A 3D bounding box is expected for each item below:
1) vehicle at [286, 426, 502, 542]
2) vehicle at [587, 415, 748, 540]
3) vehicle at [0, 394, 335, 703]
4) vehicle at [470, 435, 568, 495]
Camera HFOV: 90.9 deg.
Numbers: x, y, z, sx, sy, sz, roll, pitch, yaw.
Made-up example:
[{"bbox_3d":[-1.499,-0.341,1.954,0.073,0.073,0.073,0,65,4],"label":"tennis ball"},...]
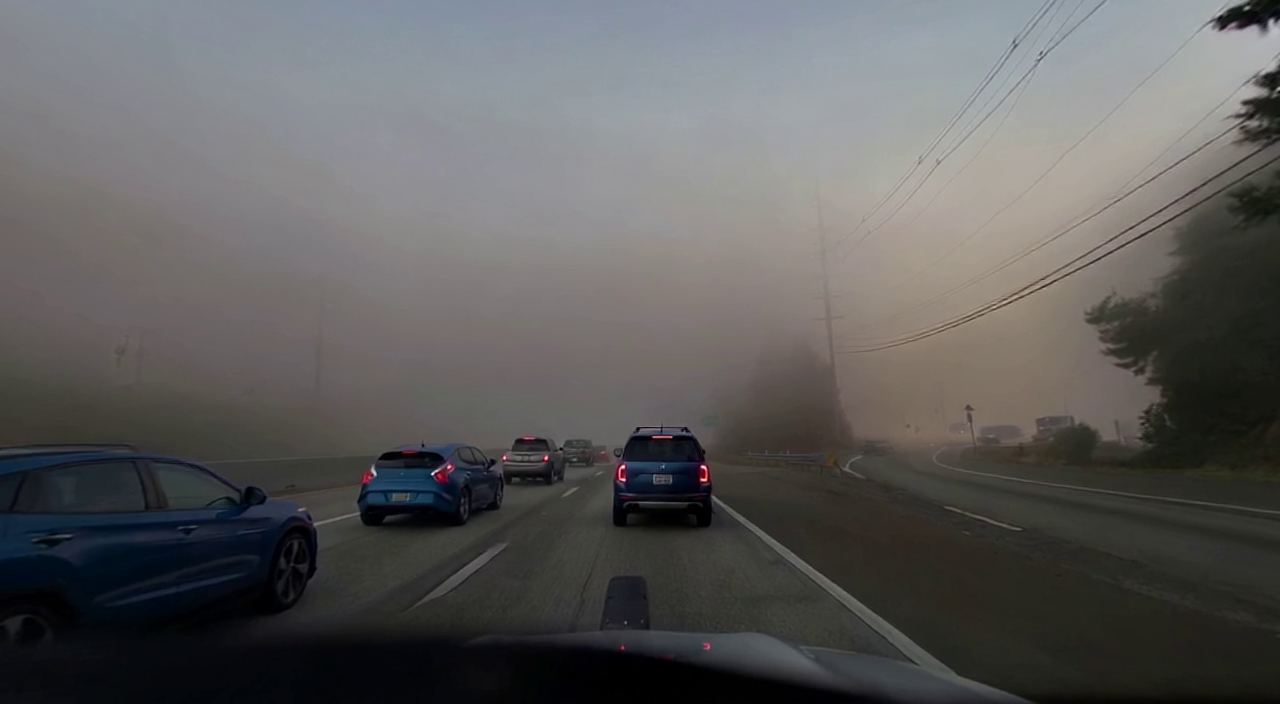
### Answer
[{"bbox_3d":[-3.809,2.115,10.680,1.999,1.563,4.007,0,-9,1],"label":"vehicle"},{"bbox_3d":[0.414,2.028,10.700,2.205,1.691,3.937,0,-9,1],"label":"vehicle"},{"bbox_3d":[-3.676,0.983,2.974,2.051,1.488,4.806,0,-9,0],"label":"vehicle"},{"bbox_3d":[-3.577,3.450,19.552,2.018,1.621,4.441,-1,-9,2],"label":"vehicle"}]
